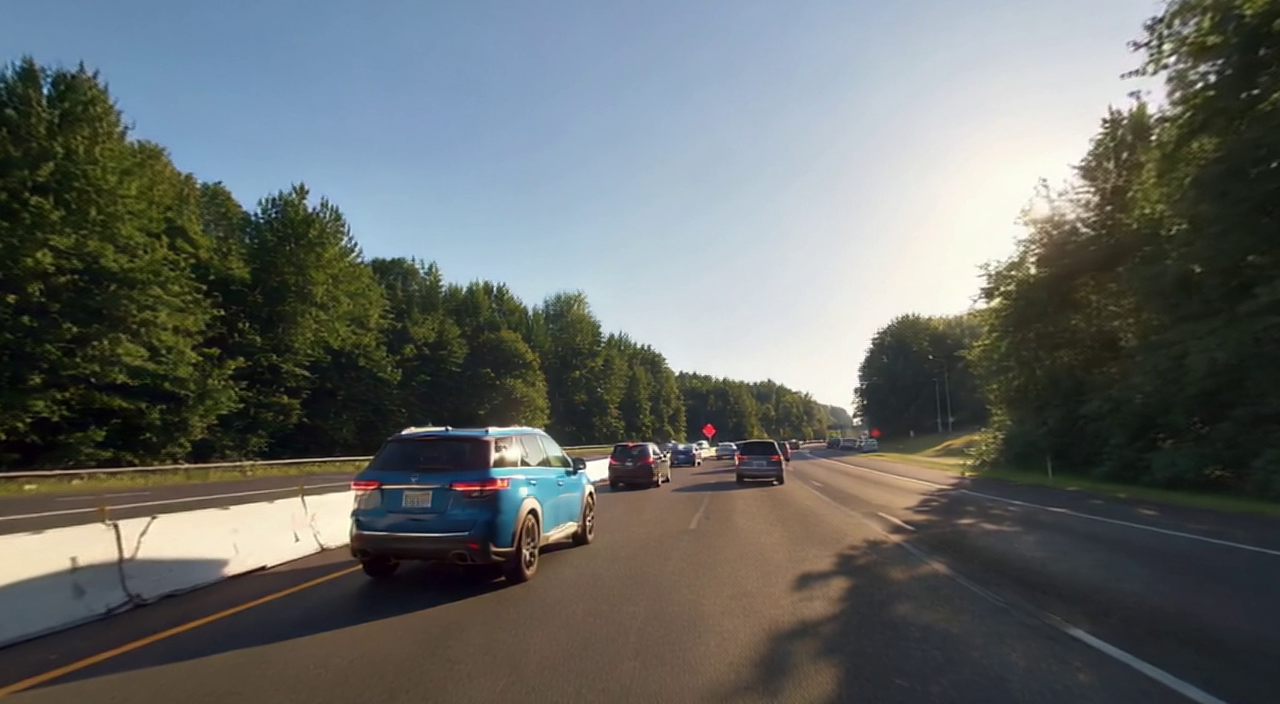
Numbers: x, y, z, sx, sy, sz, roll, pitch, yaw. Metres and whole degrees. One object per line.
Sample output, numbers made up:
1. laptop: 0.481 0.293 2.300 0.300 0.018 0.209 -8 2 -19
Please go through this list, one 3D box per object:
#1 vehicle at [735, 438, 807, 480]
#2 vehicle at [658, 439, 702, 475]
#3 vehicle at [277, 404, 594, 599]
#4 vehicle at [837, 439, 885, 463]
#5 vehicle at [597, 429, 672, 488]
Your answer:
1. vehicle: 4.907 4.057 24.232 1.962 1.442 4.536 0 -8 2
2. vehicle: 1.791 4.563 27.603 1.755 1.457 3.686 -1 -8 5
3. vehicle: -1.939 1.578 7.531 2.021 1.635 4.085 -1 -8 7
4. vehicle: 14.468 6.514 41.513 1.990 1.478 4.475 -1 -8 6
5. vehicle: -0.077 3.323 19.862 2.017 1.662 3.543 -1 -8 5
